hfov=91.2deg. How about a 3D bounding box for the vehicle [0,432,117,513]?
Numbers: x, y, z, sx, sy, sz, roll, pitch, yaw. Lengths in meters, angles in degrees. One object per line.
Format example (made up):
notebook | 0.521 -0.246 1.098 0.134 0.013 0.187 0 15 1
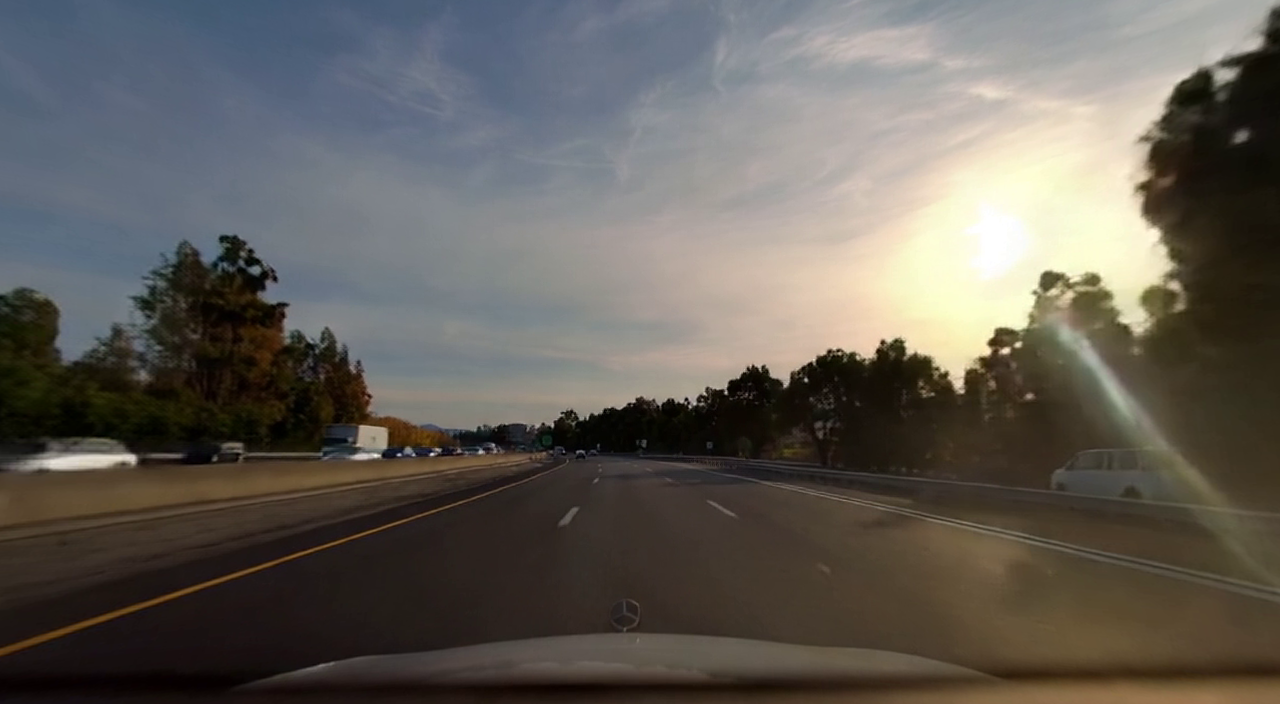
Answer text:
vehicle | -13.063 2.363 12.338 1.842 1.507 4.406 0 -9 -3

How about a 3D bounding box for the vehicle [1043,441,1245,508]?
vehicle | 14.691 3.564 18.722 2.020 1.738 4.549 0 -9 -3

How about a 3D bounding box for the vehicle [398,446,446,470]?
vehicle | -14.641 7.143 42.284 1.870 1.494 4.423 0 -9 -3

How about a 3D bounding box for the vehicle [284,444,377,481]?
vehicle | -13.840 4.964 28.383 1.898 1.484 4.729 0 -9 -2

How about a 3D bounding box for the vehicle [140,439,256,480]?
vehicle | -20.709 5.056 29.686 2.010 1.739 4.935 0 -9 -3
